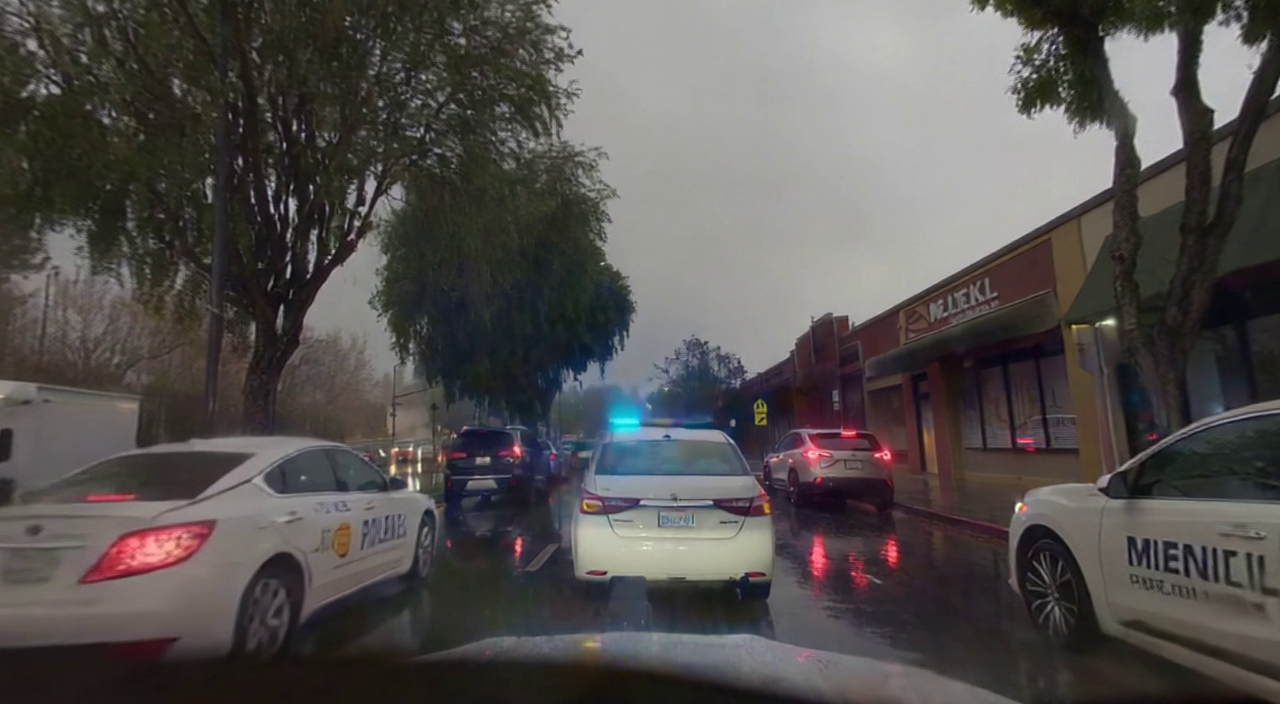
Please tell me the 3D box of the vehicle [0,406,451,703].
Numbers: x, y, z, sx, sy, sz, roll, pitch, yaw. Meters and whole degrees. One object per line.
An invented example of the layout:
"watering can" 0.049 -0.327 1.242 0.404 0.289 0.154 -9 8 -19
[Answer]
"vehicle" -2.967 1.261 4.558 1.908 1.474 4.257 0 -8 -1

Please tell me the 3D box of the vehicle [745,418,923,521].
"vehicle" 4.058 2.577 14.495 2.038 1.865 5.786 0 -8 -2

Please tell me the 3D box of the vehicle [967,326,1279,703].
"vehicle" 4.034 0.890 3.233 1.987 1.877 5.330 2 -8 2

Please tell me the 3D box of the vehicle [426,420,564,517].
"vehicle" -3.057 2.574 14.418 2.135 1.806 4.514 -1 -8 -1

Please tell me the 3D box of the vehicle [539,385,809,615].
"vehicle" 0.248 1.443 6.966 2.075 1.770 4.018 0 -8 0
